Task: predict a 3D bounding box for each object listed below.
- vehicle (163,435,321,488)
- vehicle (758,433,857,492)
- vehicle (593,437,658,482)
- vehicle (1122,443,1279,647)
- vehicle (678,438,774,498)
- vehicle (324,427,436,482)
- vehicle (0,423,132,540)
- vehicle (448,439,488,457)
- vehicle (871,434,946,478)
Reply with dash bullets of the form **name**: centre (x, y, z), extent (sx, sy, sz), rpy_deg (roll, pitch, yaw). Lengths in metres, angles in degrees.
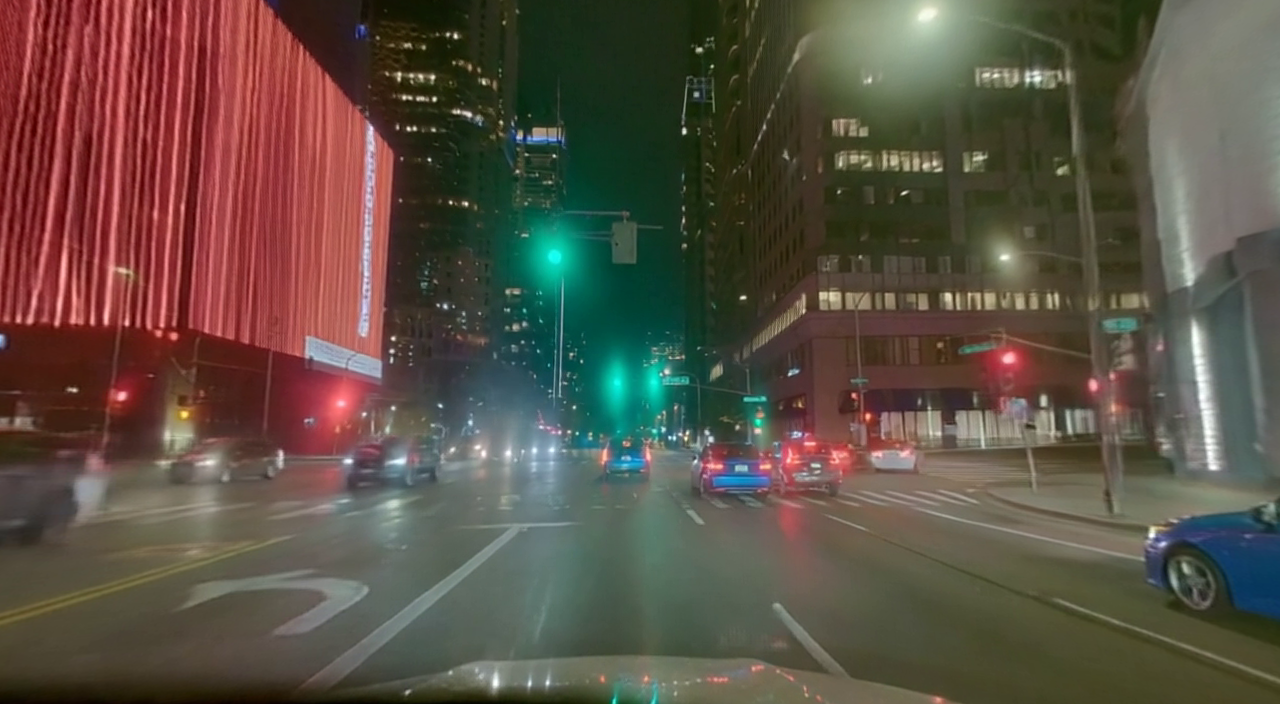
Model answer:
- **vehicle**: centre (-12.774, 3.523, 20.785), extent (1.983, 1.513, 5.030), rpy_deg (0, -8, -1)
- **vehicle**: centre (5.488, 3.673, 21.410), extent (2.015, 1.745, 4.444), rpy_deg (0, -8, -2)
- **vehicle**: centre (-0.511, 3.794, 22.570), extent (2.096, 1.457, 4.160), rpy_deg (0, -8, -1)
- **vehicle**: centre (5.674, 1.283, 3.737), extent (1.914, 1.484, 4.639), rpy_deg (0, -8, -1)
- **vehicle**: centre (2.271, 3.219, 18.024), extent (1.987, 1.484, 4.427), rpy_deg (0, -8, -2)
- **vehicle**: centre (-9.480, 3.798, 23.593), extent (2.142, 1.817, 4.823), rpy_deg (0, -8, 0)
- **vehicle**: centre (-10.020, 1.865, 9.156), extent (1.879, 1.637, 4.100), rpy_deg (0, -8, 0)
- **vehicle**: centre (-13.193, 7.372, 48.715), extent (1.939, 1.326, 4.340), rpy_deg (0, -8, 0)
- **vehicle**: centre (12.089, 4.599, 28.251), extent (2.008, 1.794, 4.640), rpy_deg (-6, -10, 35)
